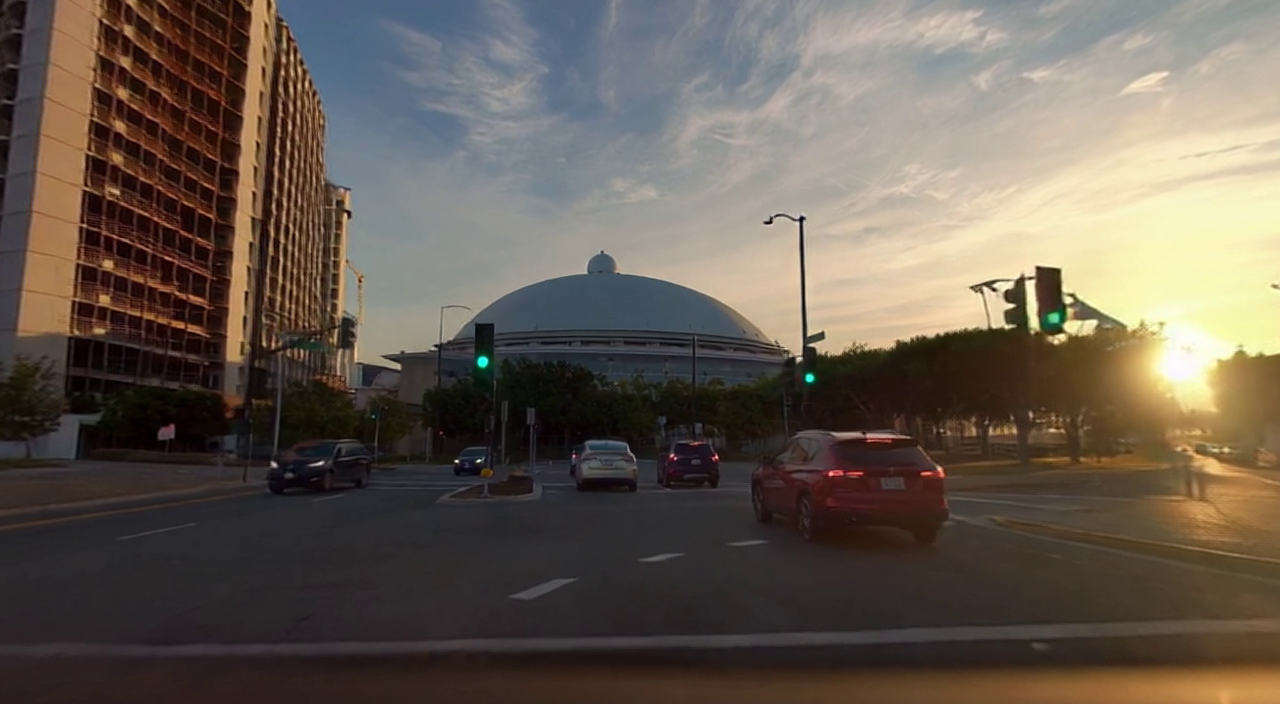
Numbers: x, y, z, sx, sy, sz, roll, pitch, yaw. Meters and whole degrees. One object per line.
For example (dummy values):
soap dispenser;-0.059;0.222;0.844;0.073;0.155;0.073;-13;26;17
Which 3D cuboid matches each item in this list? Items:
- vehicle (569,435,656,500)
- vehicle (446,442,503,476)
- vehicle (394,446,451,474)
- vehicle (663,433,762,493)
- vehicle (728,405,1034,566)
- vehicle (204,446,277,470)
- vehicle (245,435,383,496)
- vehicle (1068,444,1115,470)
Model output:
vehicle;-0.914;3.266;18.182;2.132;1.632;3.889;1;-9;-8
vehicle;-8.468;5.502;32.630;2.092;1.629;4.133;0;-9;-4
vehicle;-12.617;6.274;36.880;2.013;1.466;4.430;0;-9;-4
vehicle;2.215;3.570;20.654;2.103;1.710;4.396;1;-9;-9
vehicle;3.079;1.851;9.578;2.320;1.772;4.872;0;-9;-6
vehicle;-26.076;6.863;41.090;4.653;1.459;2.228;-5;-10;33
vehicle;-10.238;3.588;20.314;2.303;1.692;4.571;0;-9;-5
vehicle;33.040;7.637;46.238;2.094;1.750;5.139;-5;-10;28
